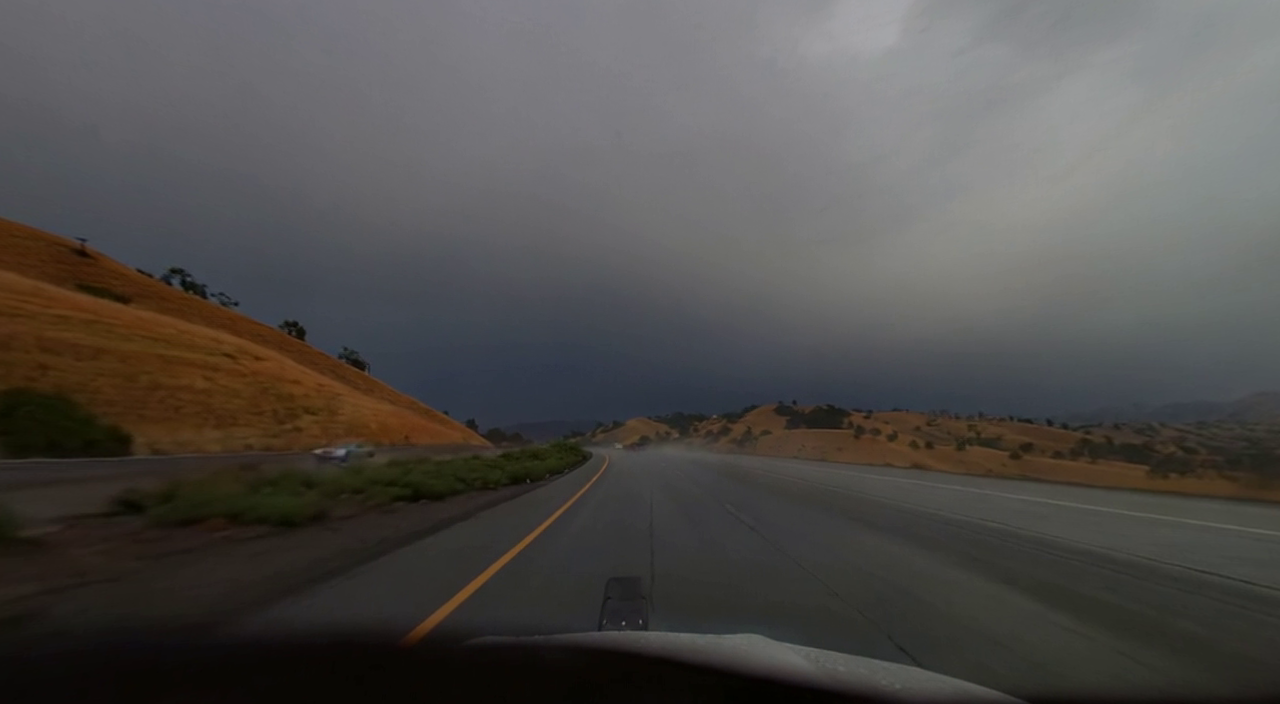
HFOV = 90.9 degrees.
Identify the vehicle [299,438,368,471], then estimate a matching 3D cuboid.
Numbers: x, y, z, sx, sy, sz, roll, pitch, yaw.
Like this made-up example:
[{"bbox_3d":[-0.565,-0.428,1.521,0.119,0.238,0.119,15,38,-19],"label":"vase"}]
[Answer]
[{"bbox_3d":[-18.354,6.105,38.027,1.963,1.828,4.594,-1,-8,-2],"label":"vehicle"}]
